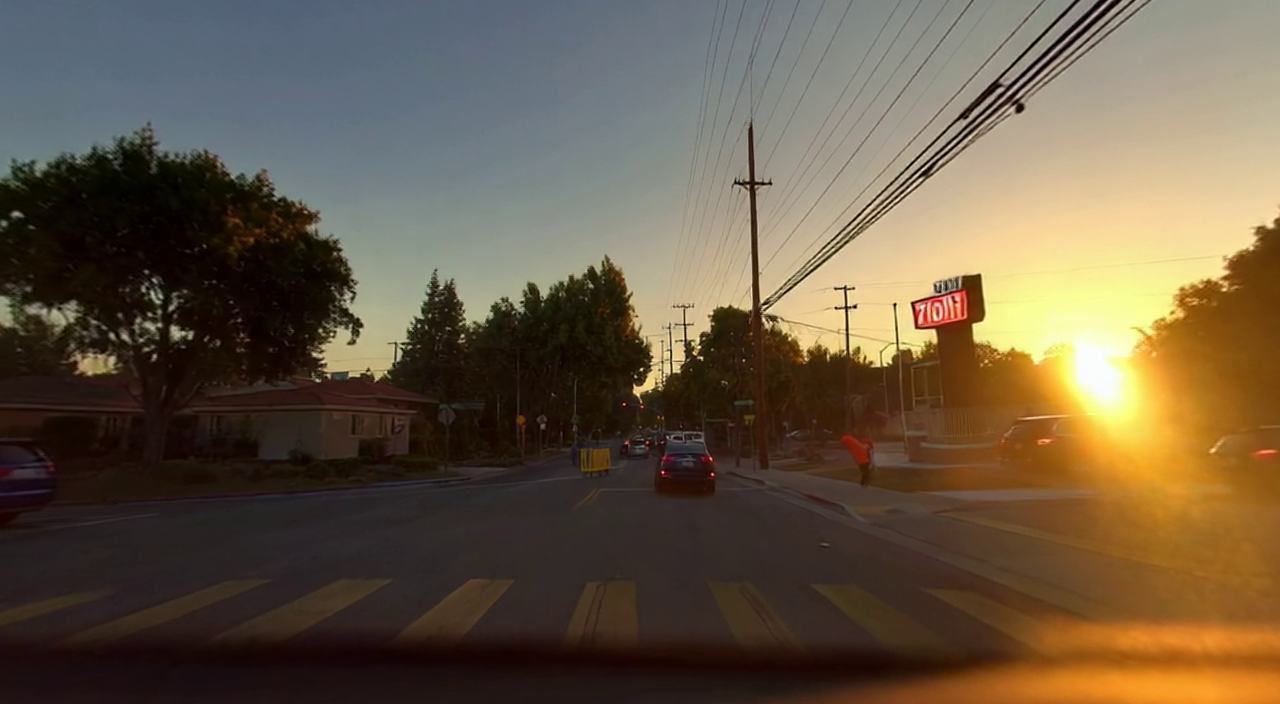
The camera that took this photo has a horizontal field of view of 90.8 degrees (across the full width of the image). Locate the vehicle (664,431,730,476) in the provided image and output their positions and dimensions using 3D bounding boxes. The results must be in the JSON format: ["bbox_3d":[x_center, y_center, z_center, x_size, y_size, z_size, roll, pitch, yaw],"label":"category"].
[{"bbox_3d":[2.524,4.702,29.558,2.553,1.868,5.536,0,-8,0],"label":"vehicle"}]

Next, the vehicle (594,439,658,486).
[{"bbox_3d":[-0.566,3.693,21.425,1.874,1.427,3.976,1,-8,-5],"label":"vehicle"}]
